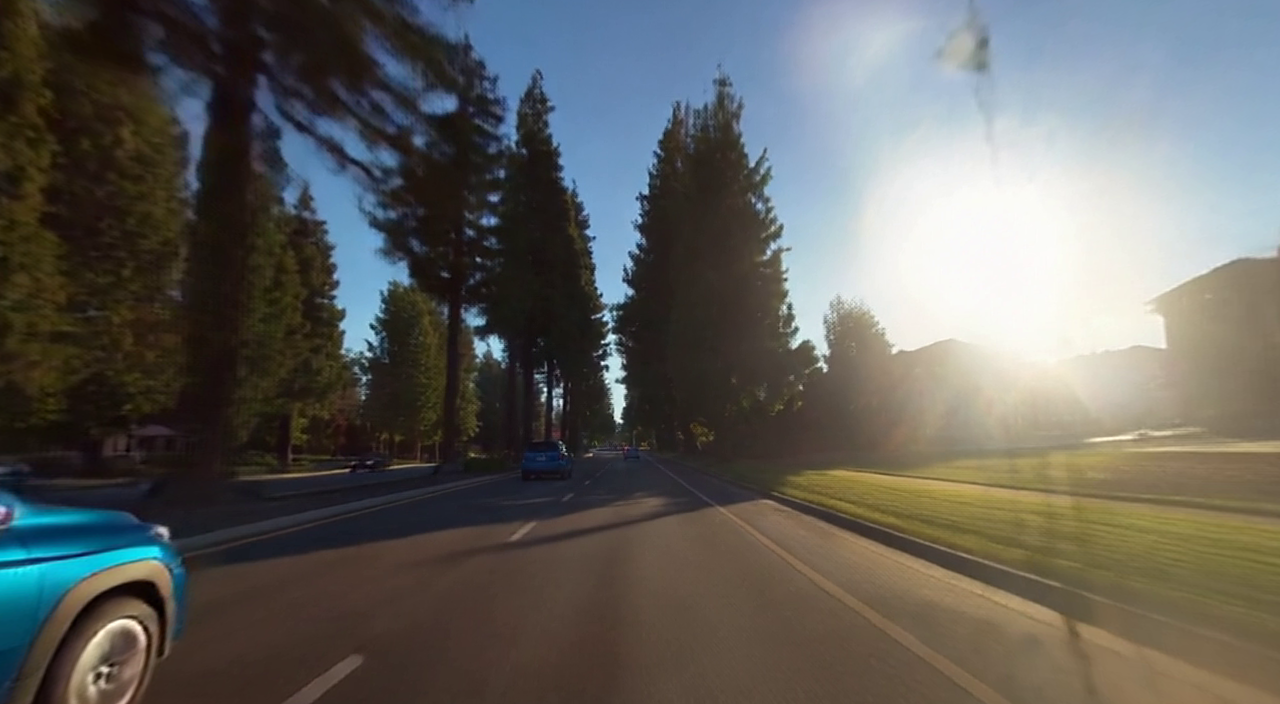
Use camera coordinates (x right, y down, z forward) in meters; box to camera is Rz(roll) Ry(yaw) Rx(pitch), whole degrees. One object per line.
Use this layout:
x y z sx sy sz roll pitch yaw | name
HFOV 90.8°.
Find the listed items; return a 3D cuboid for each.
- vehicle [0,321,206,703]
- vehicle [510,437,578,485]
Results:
-3.335 0.590 1.063 2.152 1.731 4.335 0 -8 -1 | vehicle
-3.725 4.300 25.301 2.078 1.748 4.279 0 -8 0 | vehicle
